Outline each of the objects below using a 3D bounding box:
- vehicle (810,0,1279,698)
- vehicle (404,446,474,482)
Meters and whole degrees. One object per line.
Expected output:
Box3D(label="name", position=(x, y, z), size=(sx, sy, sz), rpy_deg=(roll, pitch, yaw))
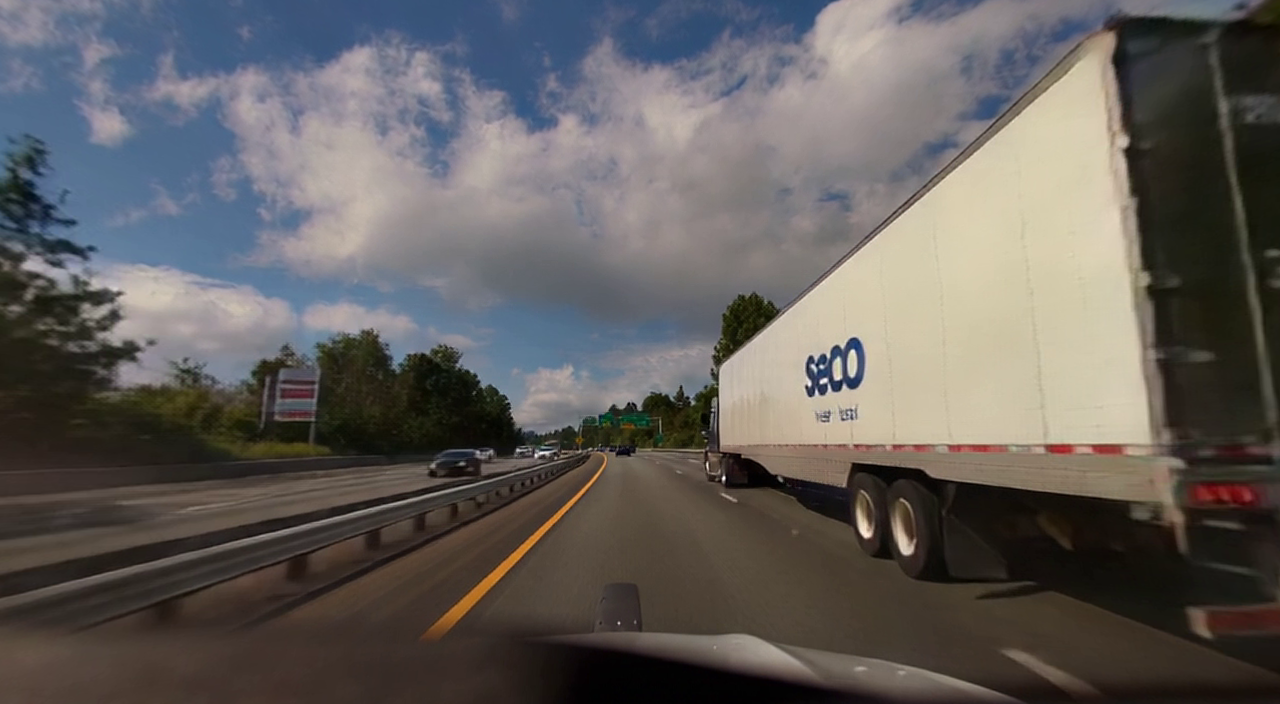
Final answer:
Box3D(label="vehicle", position=(4.432, 0.150, 6.502), size=(2.892, 3.928, 8.380), rpy_deg=(-1, -8, 0))
Box3D(label="vehicle", position=(-9.270, 5.172, 29.313), size=(1.897, 1.504, 4.520), rpy_deg=(0, -8, -1))
